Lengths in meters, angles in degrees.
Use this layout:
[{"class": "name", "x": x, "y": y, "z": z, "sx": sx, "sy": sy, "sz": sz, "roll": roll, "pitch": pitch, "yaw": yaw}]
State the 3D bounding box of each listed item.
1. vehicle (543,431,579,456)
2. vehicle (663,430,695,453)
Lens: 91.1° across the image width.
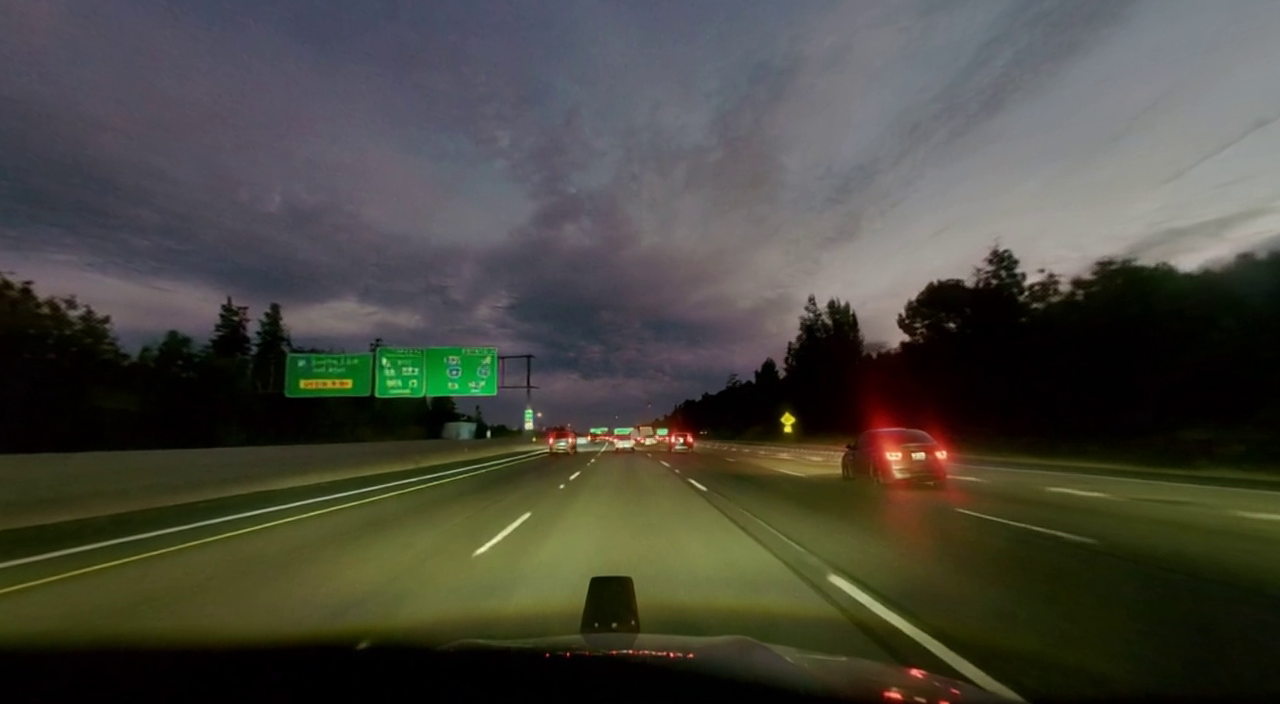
[{"class": "vehicle", "x": -5.443, "y": 6.345, "z": 43.765, "sx": 2.119, "sy": 1.629, "sz": 3.946, "roll": 0, "pitch": -8, "yaw": -1}, {"class": "vehicle", "x": 3.012, "y": 6.976, "z": 49.239, "sx": 2.066, "sy": 1.673, "sz": 4.225, "roll": 0, "pitch": -8, "yaw": -2}]
